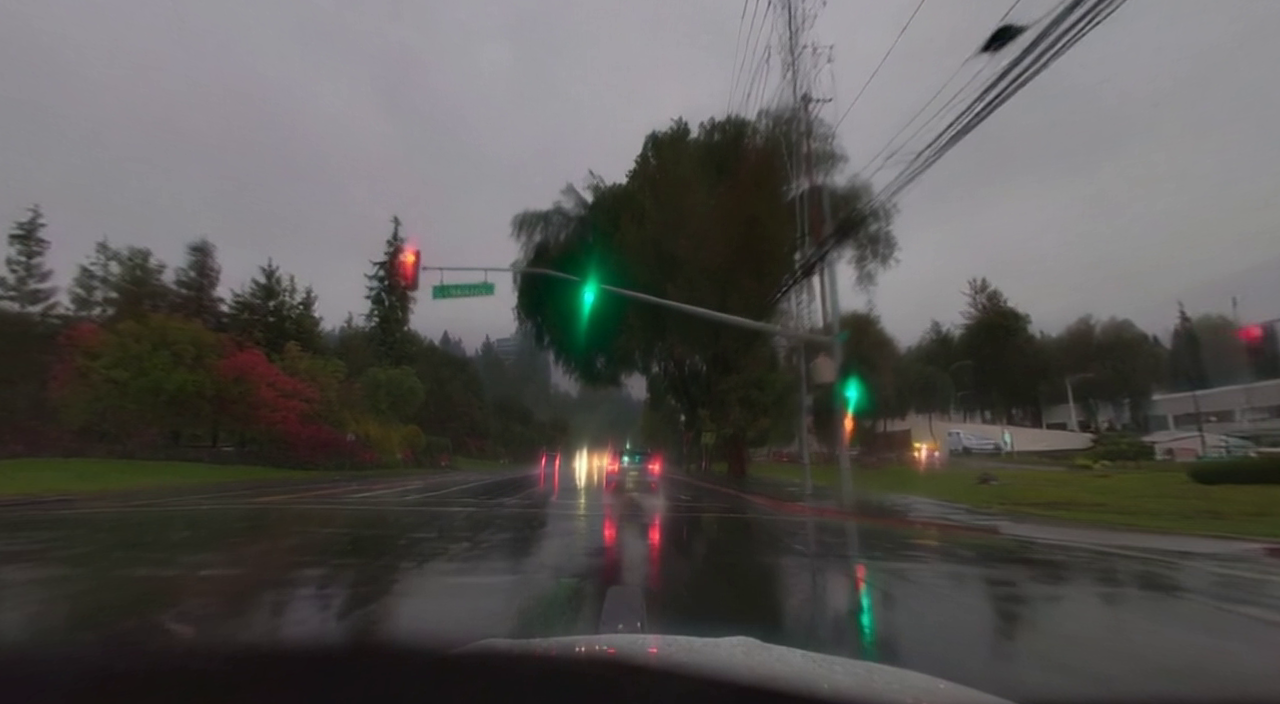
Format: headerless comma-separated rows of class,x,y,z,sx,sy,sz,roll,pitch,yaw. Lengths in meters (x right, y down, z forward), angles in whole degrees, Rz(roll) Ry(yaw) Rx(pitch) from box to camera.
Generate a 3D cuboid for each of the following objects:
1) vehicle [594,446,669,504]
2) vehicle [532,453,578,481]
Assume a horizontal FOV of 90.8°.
vehicle,-0.291,3.859,20.192,2.156,1.636,3.923,1,-9,-1
vehicle,-4.972,6.791,37.561,2.153,1.474,4.284,0,-9,0
